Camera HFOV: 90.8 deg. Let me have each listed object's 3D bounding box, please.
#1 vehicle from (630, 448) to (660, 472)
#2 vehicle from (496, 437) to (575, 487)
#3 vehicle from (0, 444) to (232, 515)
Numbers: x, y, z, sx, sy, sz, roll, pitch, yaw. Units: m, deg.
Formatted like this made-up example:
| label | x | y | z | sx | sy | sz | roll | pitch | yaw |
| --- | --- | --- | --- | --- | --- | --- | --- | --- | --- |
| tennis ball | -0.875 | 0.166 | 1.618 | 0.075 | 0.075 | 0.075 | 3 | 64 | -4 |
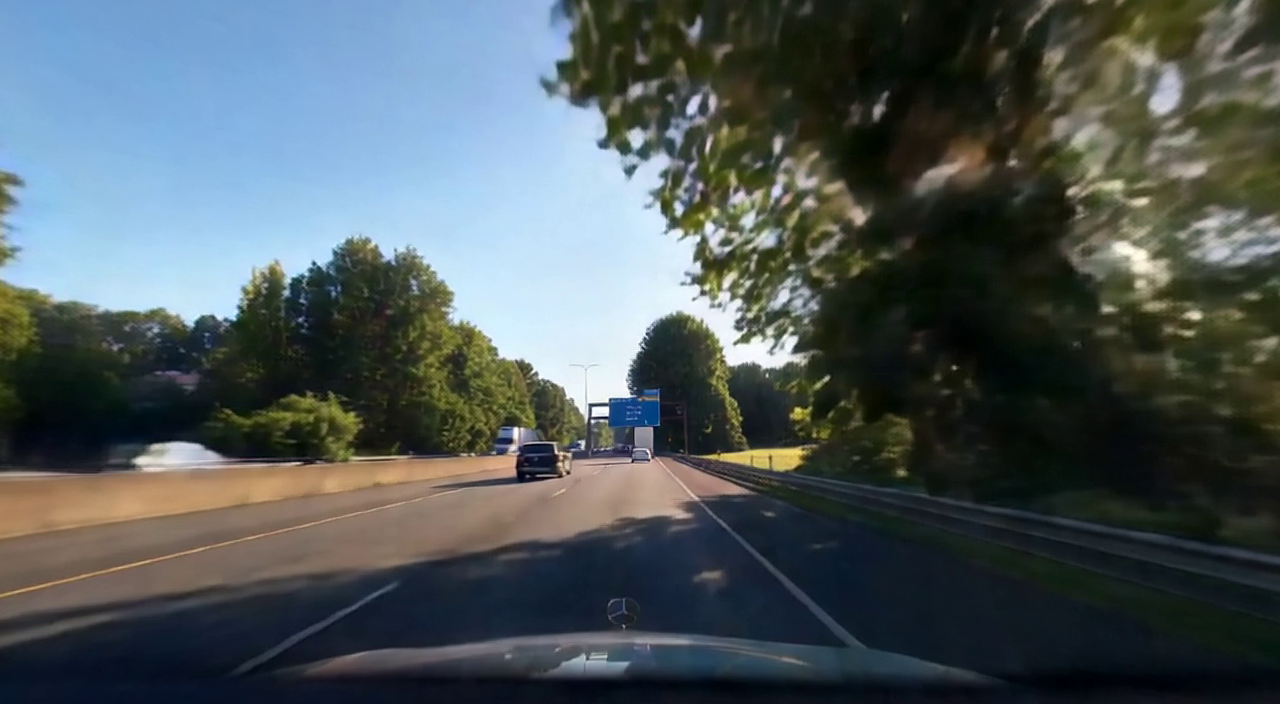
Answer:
| label | x | y | z | sx | sy | sz | roll | pitch | yaw |
| --- | --- | --- | --- | --- | --- | --- | --- | --- | --- |
| vehicle | 0.309 | 6.966 | 40.866 | 1.853 | 1.436 | 3.438 | 0 | -9 | 0 |
| vehicle | -3.867 | 4.189 | 24.276 | 2.097 | 1.722 | 4.808 | 0 | -9 | 1 |
| vehicle | -12.357 | 2.987 | 15.322 | 1.888 | 1.453 | 4.428 | 0 | -9 | 1 |
